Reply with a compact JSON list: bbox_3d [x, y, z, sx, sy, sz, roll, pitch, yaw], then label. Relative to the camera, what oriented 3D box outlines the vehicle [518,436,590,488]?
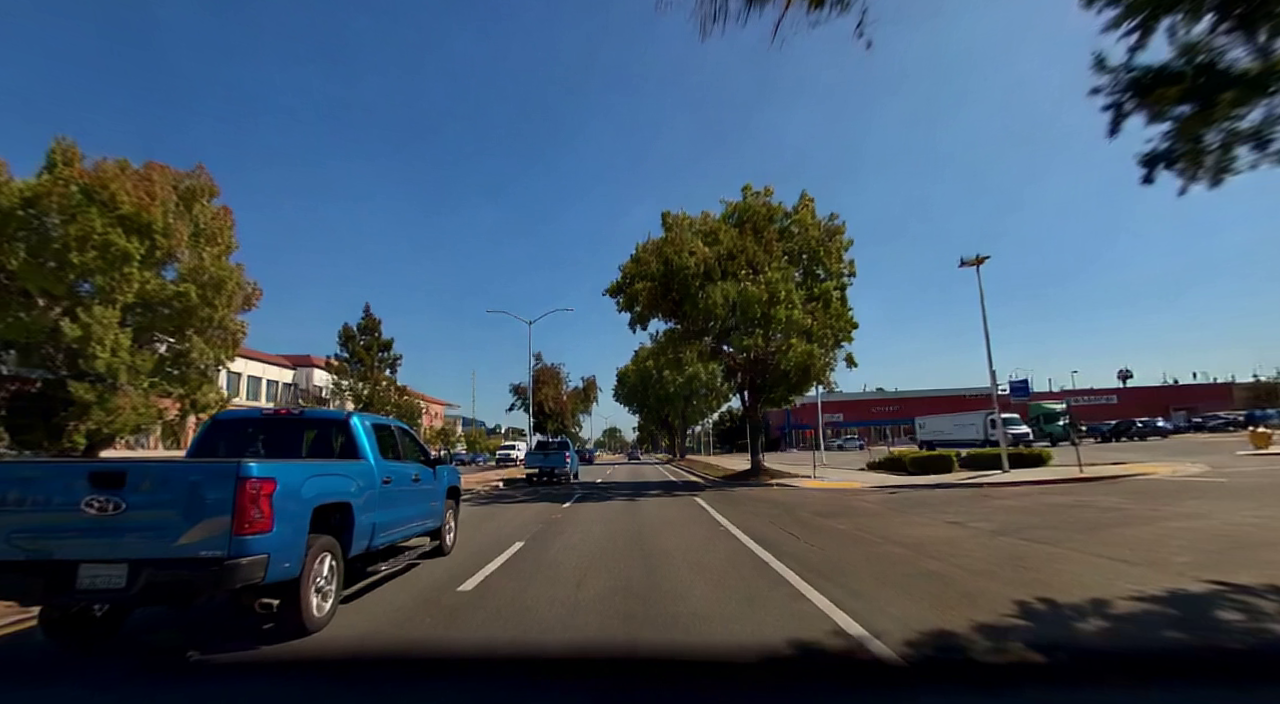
[{"bbox_3d":[-3.267,4.291,24.951,2.065,1.790,5.417,0,-9,0],"label":"vehicle"}]

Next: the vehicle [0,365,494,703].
[{"bbox_3d":[-3.188,1.355,6.015,2.277,1.801,5.250,0,-9,0],"label":"vehicle"}]
